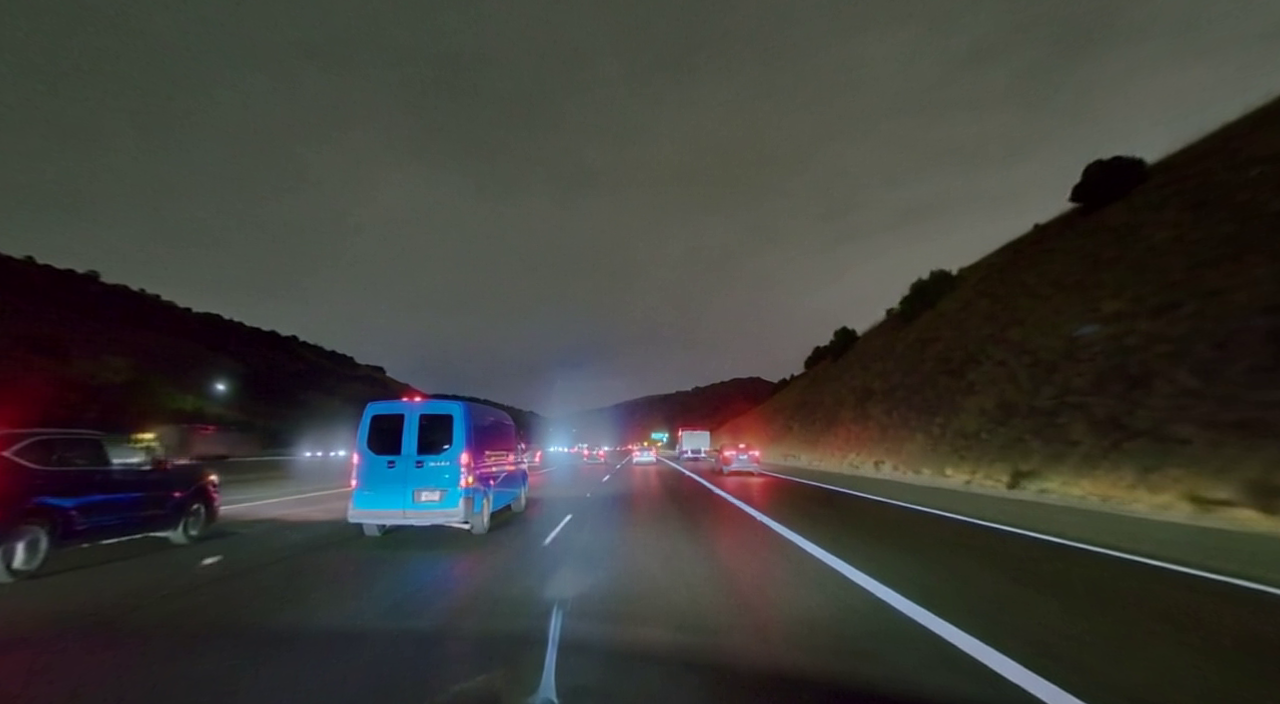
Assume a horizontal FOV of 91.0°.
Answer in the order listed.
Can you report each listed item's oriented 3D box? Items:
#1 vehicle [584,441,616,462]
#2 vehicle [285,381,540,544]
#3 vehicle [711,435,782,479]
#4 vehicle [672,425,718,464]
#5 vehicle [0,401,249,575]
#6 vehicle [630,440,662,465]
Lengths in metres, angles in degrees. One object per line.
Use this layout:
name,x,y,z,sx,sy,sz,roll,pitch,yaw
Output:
vehicle,-3.044,7.630,48.440,2.138,1.581,4.340,0,-9,1
vehicle,-3.553,1.926,11.502,2.421,2.203,5.775,0,-8,1
vehicle,4.191,4.203,25.460,2.051,1.598,4.145,0,-9,-1
vehicle,4.113,7.185,48.809,2.877,2.730,7.831,0,-9,0
vehicle,-7.376,1.557,7.646,2.054,1.715,4.928,0,-8,0
vehicle,0.379,6.591,41.370,2.014,1.543,3.804,0,-9,0
